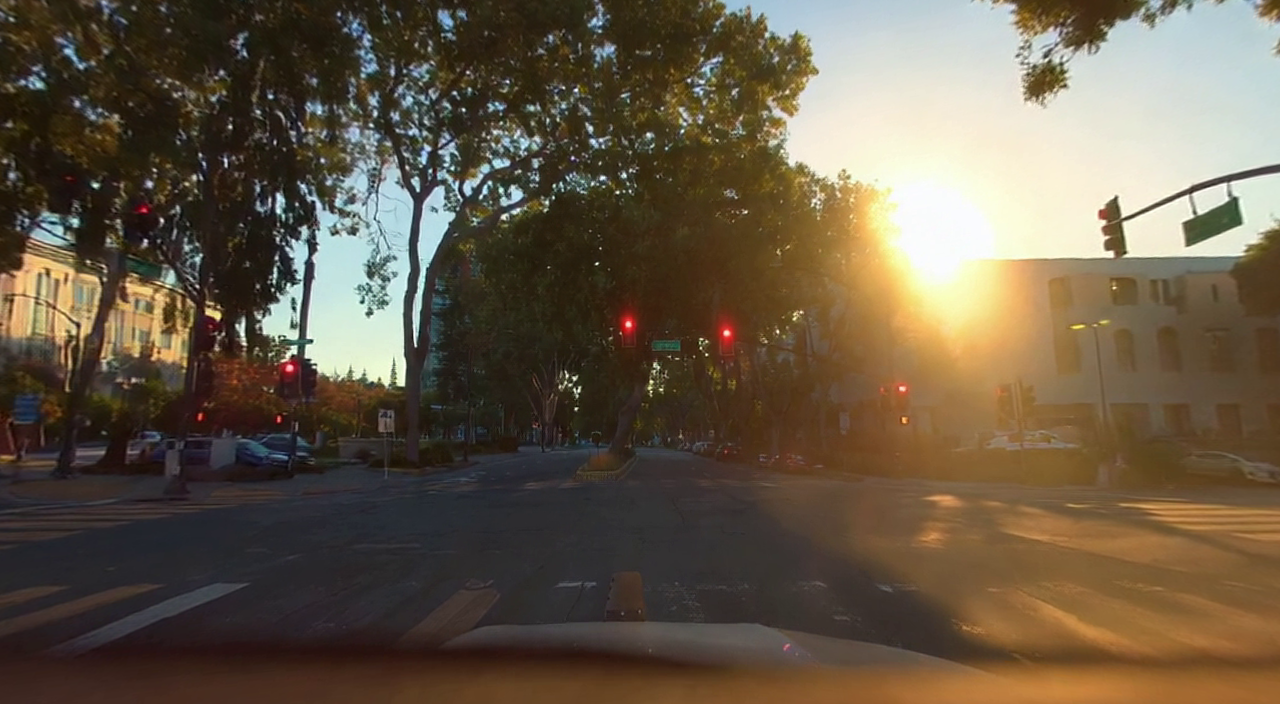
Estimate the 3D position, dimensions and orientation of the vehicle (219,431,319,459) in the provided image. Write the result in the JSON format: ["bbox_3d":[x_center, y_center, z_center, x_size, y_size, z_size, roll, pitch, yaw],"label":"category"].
[{"bbox_3d":[-22.386,5.637,38.249,4.765,1.593,1.891,1,-9,-7],"label":"vehicle"}]
